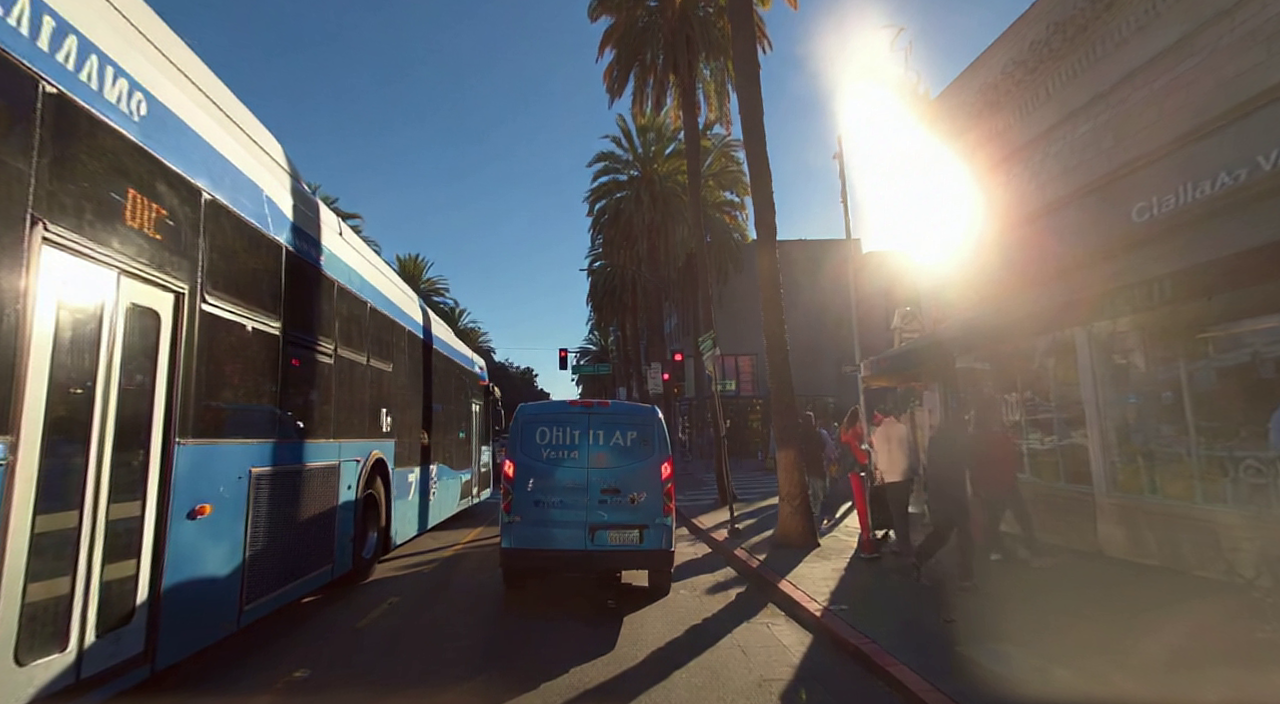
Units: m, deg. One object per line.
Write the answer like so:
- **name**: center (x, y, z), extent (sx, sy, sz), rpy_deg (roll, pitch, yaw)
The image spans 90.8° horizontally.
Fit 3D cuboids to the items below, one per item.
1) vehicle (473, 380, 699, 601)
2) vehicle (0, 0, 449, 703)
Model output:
- **vehicle**: center (-0.796, 1.525, 7.791), extent (2.002, 1.907, 4.211), rpy_deg (1, -9, -9)
- **vehicle**: center (-3.810, 0.204, 3.292), extent (2.863, 3.233, 11.573), rpy_deg (1, -8, -4)
